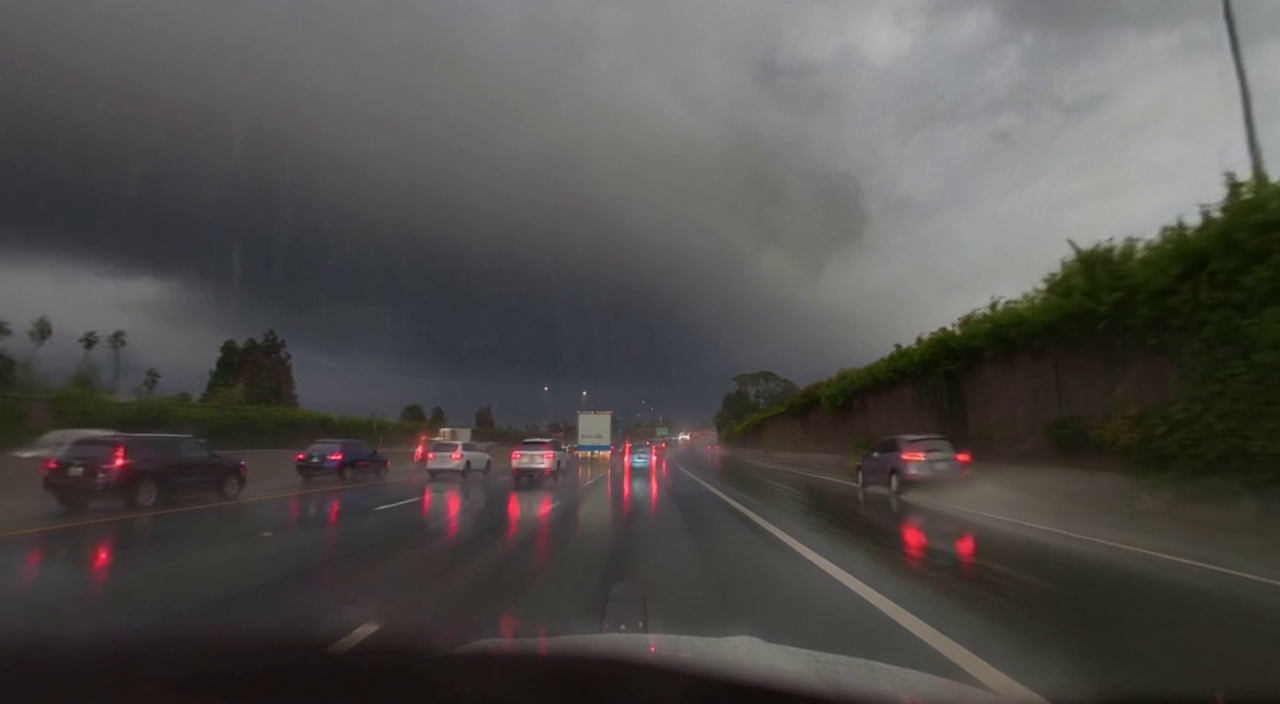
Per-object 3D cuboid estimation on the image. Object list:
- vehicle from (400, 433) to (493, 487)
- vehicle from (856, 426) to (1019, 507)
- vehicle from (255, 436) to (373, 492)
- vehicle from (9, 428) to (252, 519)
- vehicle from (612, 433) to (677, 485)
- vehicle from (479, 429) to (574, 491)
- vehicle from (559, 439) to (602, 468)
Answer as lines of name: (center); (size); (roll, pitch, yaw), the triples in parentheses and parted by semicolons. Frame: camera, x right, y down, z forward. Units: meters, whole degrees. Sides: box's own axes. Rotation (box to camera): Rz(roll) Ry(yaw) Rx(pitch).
vehicle: (-6.922, 3.915, 23.119); (1.998, 1.770, 4.222); (0, -8, 1)
vehicle: (7.153, 2.795, 15.817); (2.026, 1.718, 4.522); (0, -8, 3)
vehicle: (-10.939, 3.760, 21.521); (1.863, 1.696, 3.885); (0, -8, 1)
vehicle: (-11.192, 2.668, 14.389); (1.871, 1.747, 4.342); (0, -8, 0)
vehicle: (0.159, 3.870, 23.153); (2.180, 1.716, 3.920); (0, -8, 1)
vehicle: (-3.582, 3.515, 20.815); (2.125, 1.792, 4.466); (0, -8, 2)
vehicle: (-3.656, 6.335, 39.524); (2.243, 1.683, 4.178); (0, -8, 1)
